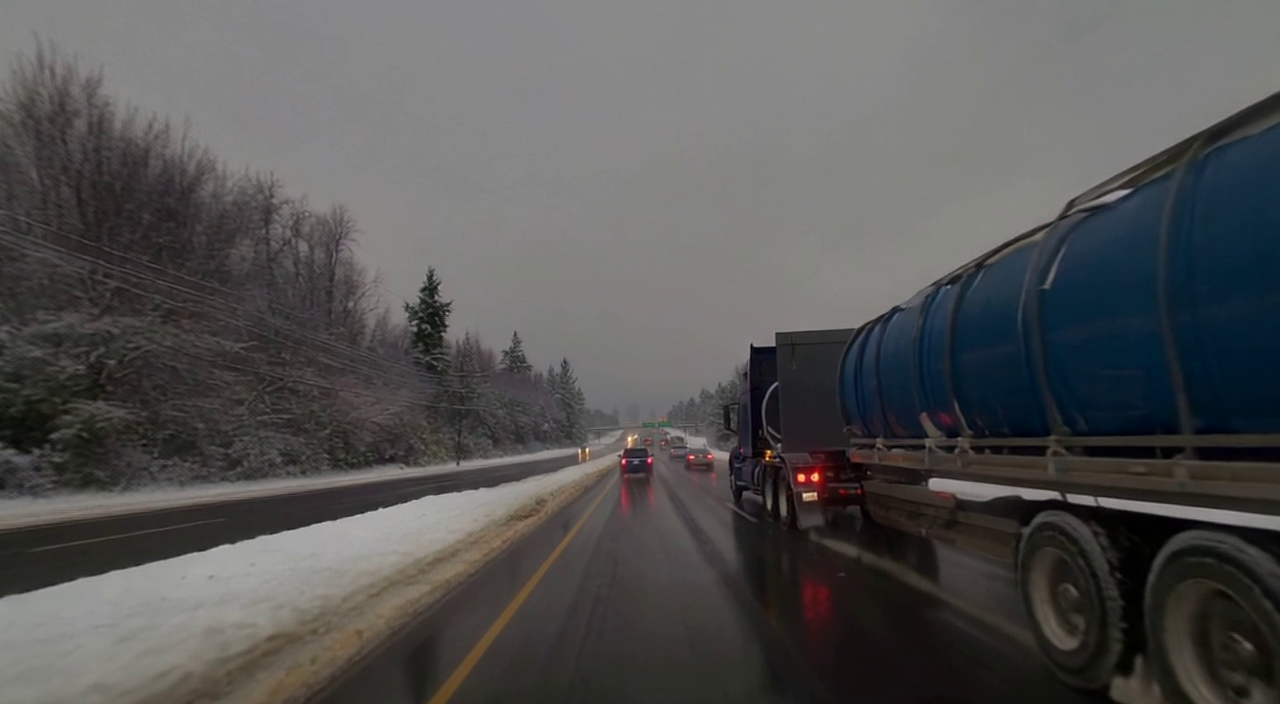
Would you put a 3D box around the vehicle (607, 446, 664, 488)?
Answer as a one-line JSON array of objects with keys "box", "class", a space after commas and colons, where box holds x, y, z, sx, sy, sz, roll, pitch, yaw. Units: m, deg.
[{"box": [-0.137, 4.390, 24.394, 2.003, 1.490, 3.636, 0, -9, 1], "class": "vehicle"}]

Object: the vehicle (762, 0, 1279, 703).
[{"box": [3.917, 0.716, 7.263, 2.694, 3.453, 11.641, 0, -9, 0], "class": "vehicle"}]
